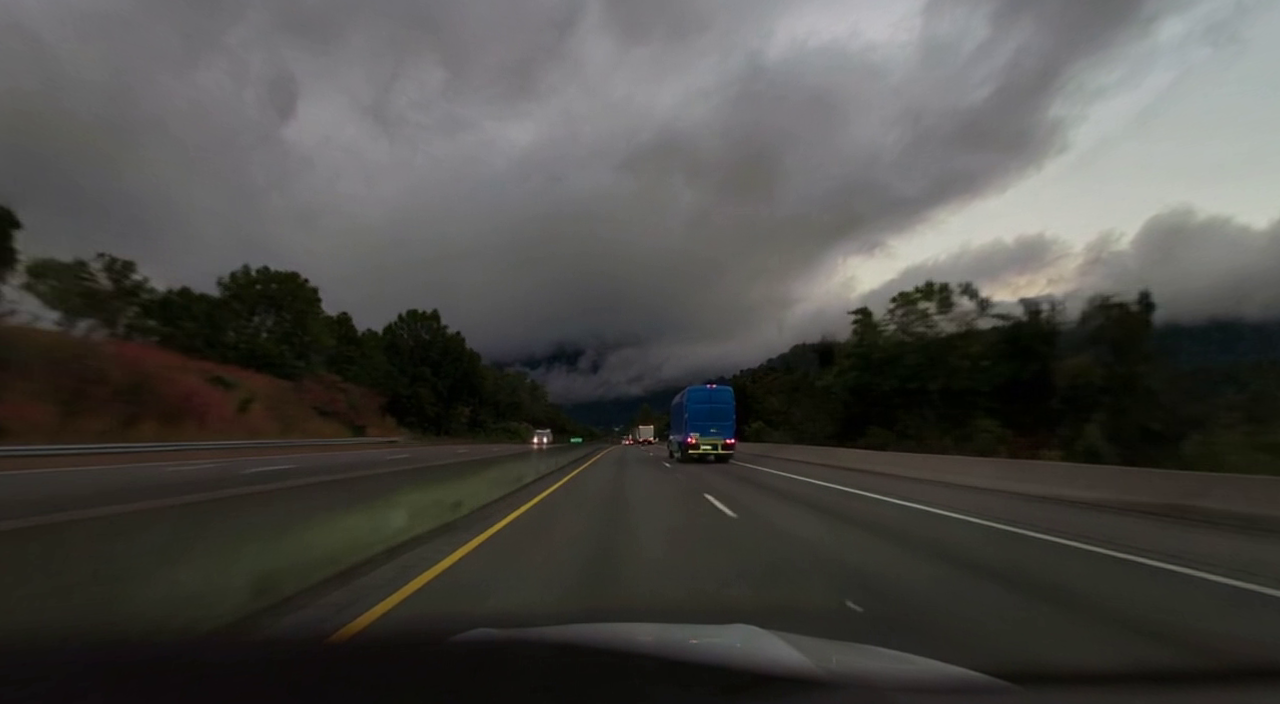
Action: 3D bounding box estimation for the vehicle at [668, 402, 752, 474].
[{"bbox_3d":[2.664,3.527,25.898,2.570,2.596,6.082,0,-8,-2],"label":"vehicle"}]
